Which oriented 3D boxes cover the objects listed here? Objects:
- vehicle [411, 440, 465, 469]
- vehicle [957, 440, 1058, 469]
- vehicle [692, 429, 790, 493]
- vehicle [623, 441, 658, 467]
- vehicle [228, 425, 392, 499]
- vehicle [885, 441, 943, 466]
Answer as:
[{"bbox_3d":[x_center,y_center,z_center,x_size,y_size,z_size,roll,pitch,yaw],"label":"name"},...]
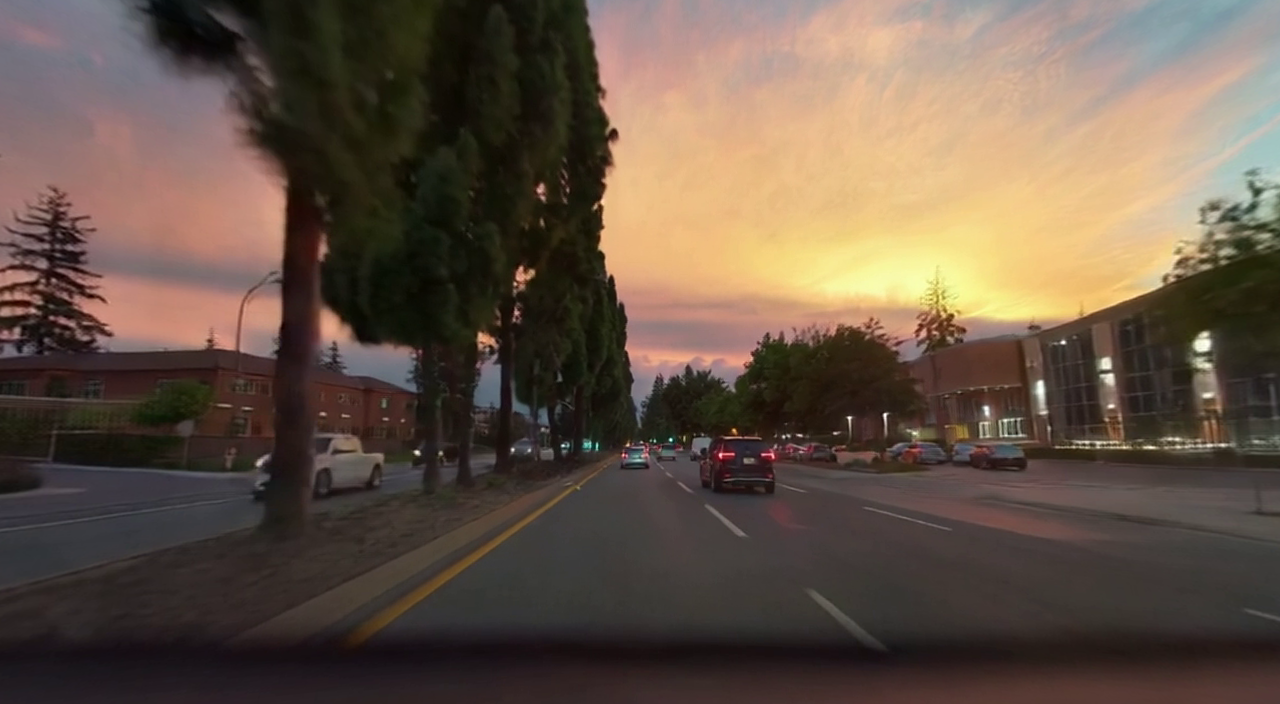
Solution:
[{"bbox_3d":[-12.787,6.522,40.311,1.937,1.737,4.398,0,-9,1],"label":"vehicle"},{"bbox_3d":[20.584,5.756,35.484,4.475,1.592,1.841,0,-9,-1],"label":"vehicle"},{"bbox_3d":[3.079,3.480,20.475,2.235,1.806,4.818,1,-9,-2],"label":"vehicle"},{"bbox_3d":[-0.007,6.527,40.557,2.145,1.572,4.021,0,-9,-1],"label":"vehicle"},{"bbox_3d":[-9.373,3.187,18.574,2.165,1.863,4.880,0,-9,0],"label":"vehicle"},{"bbox_3d":[19.180,7.114,44.419,1.936,1.659,4.365,1,-9,-3],"label":"vehicle"}]
